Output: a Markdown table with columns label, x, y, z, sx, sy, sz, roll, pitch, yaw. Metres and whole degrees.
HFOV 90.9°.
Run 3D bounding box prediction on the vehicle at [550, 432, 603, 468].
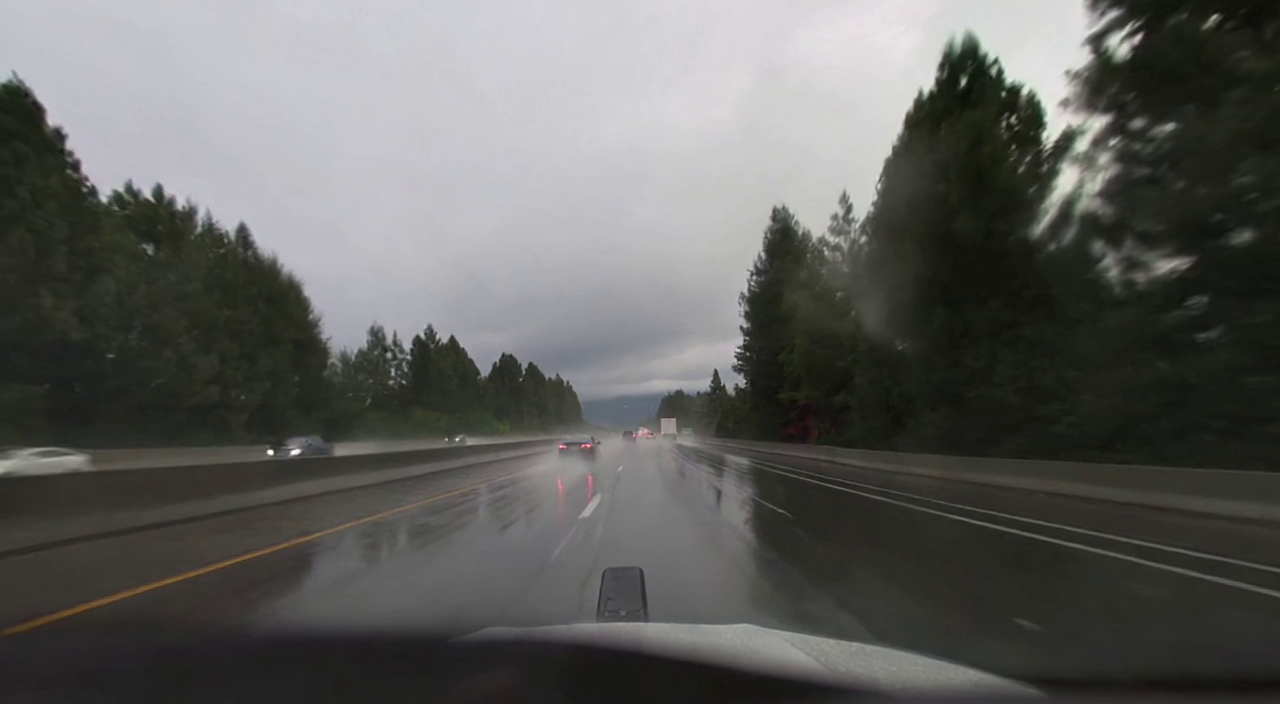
| label | x | y | z | sx | sy | sz | roll | pitch | yaw |
| --- | --- | --- | --- | --- | --- | --- | --- | --- | --- |
| vehicle | -2.922 | 4.624 | 29.780 | 2.025 | 1.571 | 3.662 | 0 | -9 | 1 |

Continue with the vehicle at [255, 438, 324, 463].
| label | x | y | z | sx | sy | sz | roll | pitch | yaw |
| --- | --- | --- | --- | --- | --- | --- | --- | --- | --- |
| vehicle | -24.598 | 6.936 | 44.500 | 2.062 | 1.675 | 4.723 | -1 | -9 | 1 |
